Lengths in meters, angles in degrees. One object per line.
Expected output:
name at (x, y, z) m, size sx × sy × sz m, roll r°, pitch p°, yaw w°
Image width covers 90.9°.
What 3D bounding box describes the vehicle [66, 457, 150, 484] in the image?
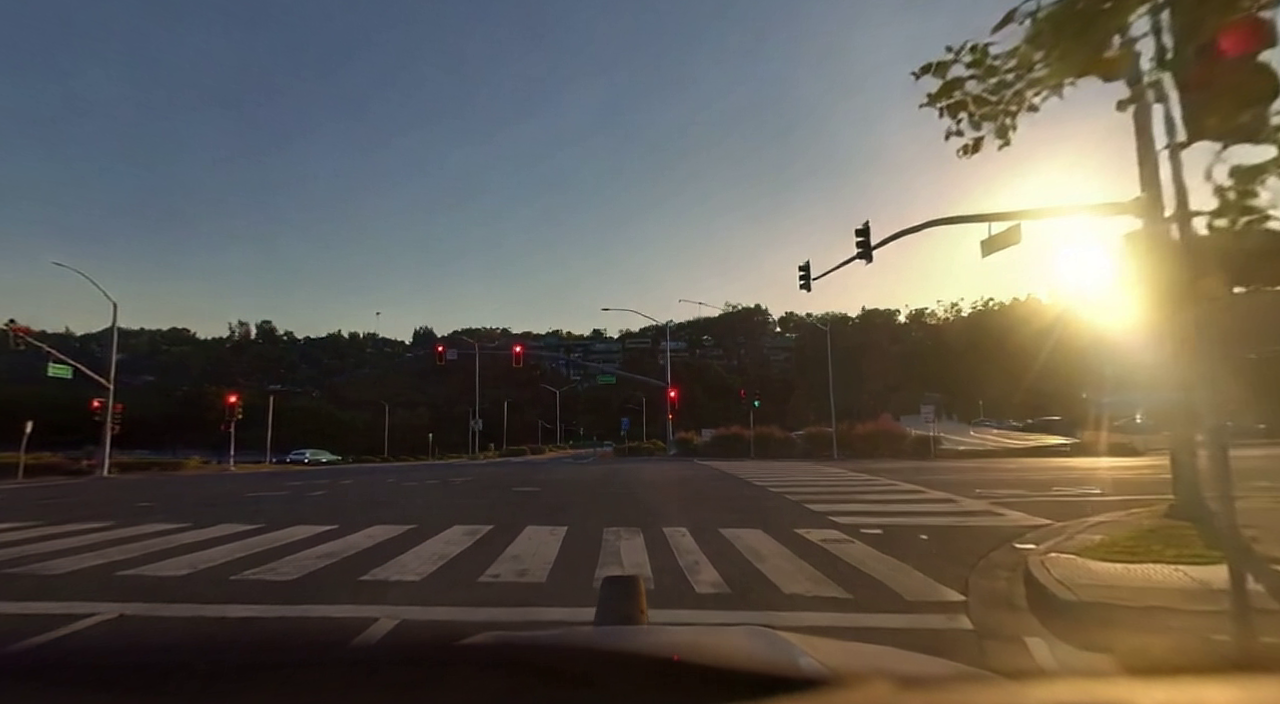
vehicle at (-36.147, 8.042, 42.875) m, size 4.241 × 1.413 × 1.673 m, roll -3°, pitch -6°, yaw -1°
